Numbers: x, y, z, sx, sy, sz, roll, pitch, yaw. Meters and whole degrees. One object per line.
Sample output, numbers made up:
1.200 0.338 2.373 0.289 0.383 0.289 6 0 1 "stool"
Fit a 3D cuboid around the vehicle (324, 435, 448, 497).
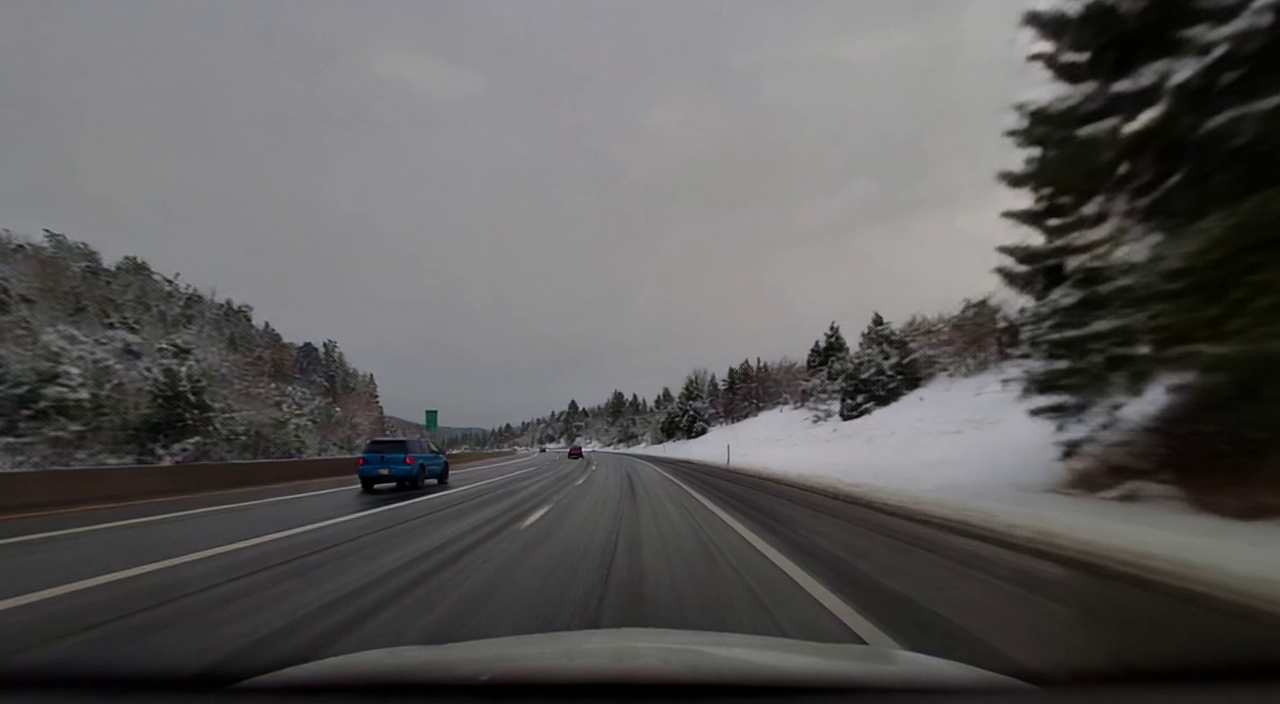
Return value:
-7.727 3.488 19.758 2.046 1.712 4.533 0 -8 -1 "vehicle"
